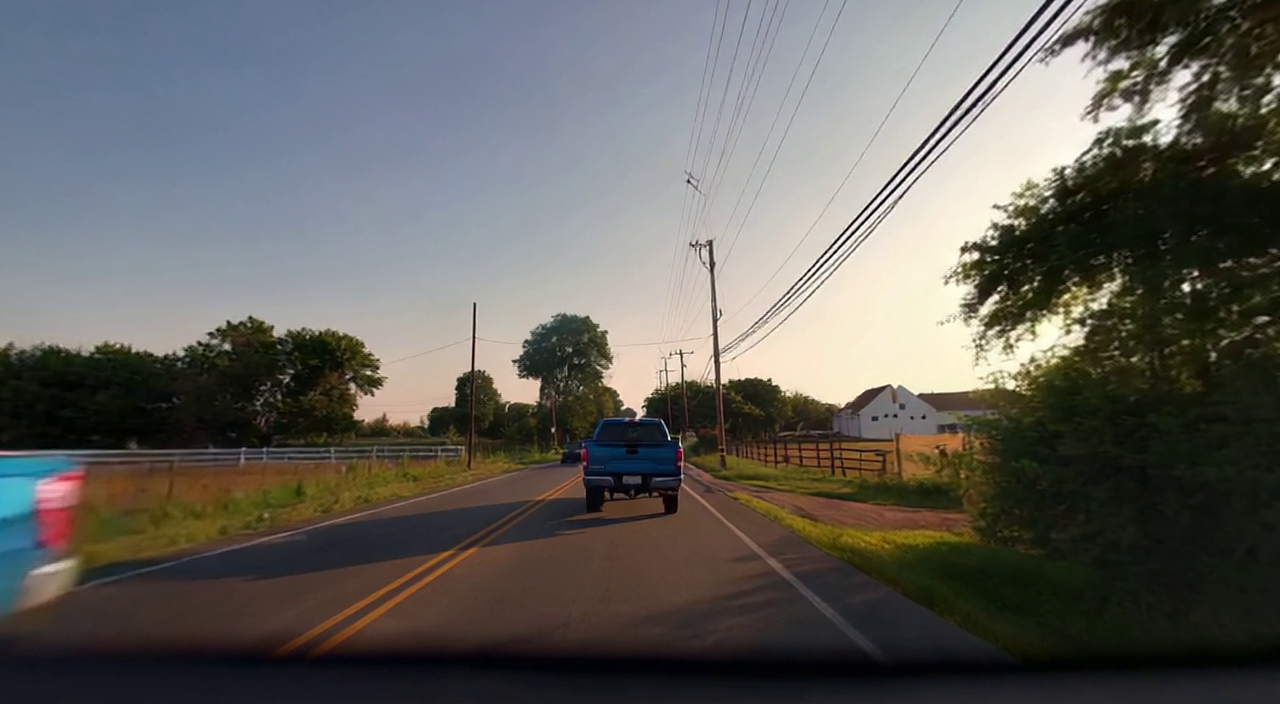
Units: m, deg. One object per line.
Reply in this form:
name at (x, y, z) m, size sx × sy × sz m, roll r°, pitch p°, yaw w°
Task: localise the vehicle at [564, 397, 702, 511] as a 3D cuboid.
vehicle at (-0.196, 2.431, 15.425) m, size 2.693 × 2.223 × 5.885 m, roll 0°, pitch -9°, yaw -1°
